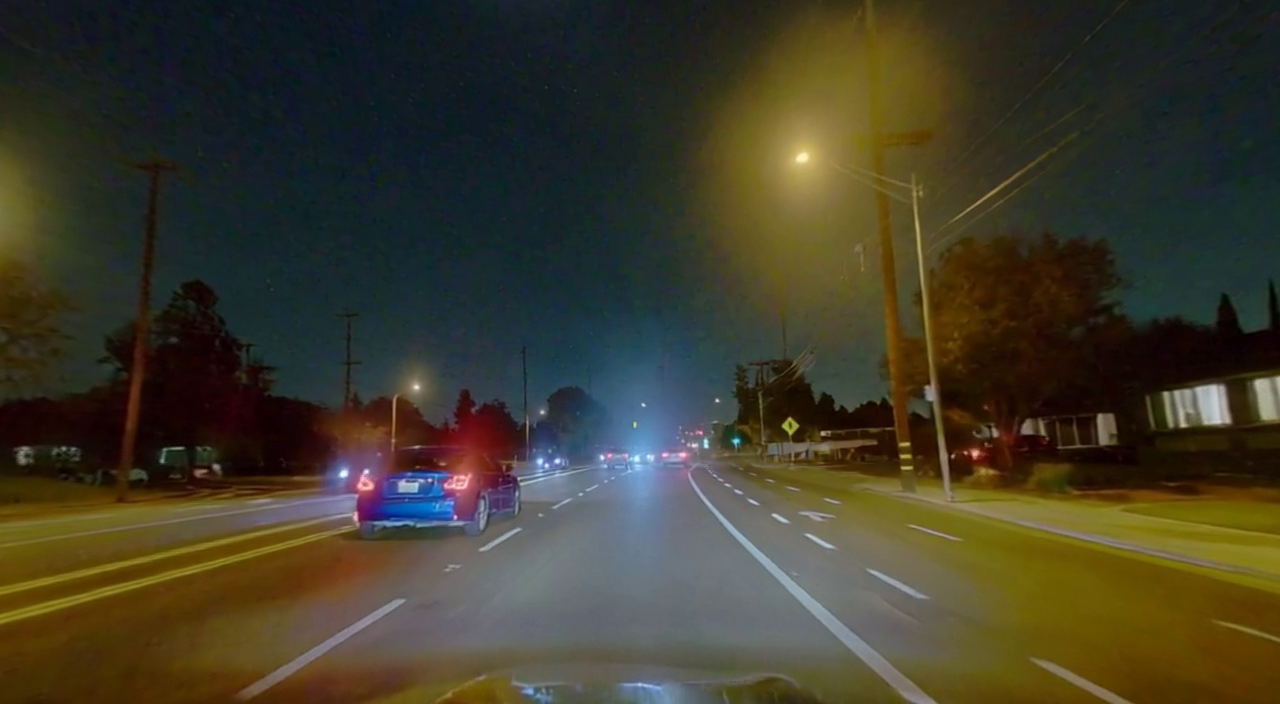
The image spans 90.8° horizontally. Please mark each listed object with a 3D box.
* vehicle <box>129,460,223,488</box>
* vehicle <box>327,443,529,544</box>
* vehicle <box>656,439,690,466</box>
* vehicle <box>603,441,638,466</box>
[{"bbox_3d":[-26.468,6.965,36.057,4.240,1.442,1.574,0,-8,5],"label":"vehicle"},{"bbox_3d":[-3.424,2.354,11.277,1.901,1.409,4.442,0,-8,2],"label":"vehicle"},{"bbox_3d":[2.378,7.101,44.764,2.155,1.836,4.250,-1,-8,6],"label":"vehicle"},{"bbox_3d":[-1.372,7.323,45.718,1.899,1.685,4.121,-1,-8,7],"label":"vehicle"}]
